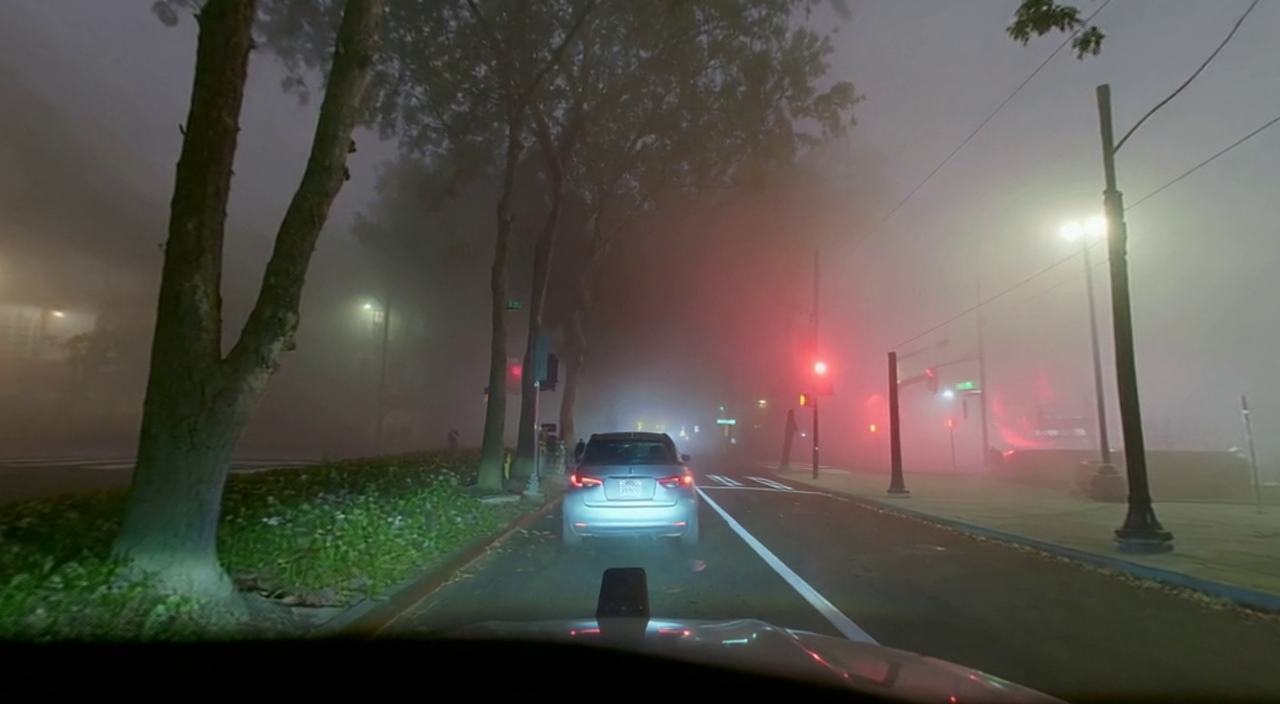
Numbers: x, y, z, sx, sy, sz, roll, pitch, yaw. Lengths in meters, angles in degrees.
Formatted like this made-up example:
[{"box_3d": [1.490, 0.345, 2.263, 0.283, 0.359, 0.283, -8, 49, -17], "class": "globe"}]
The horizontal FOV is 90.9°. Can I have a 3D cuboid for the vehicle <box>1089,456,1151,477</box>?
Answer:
[{"box_3d": [36.615, 8.723, 48.088, 3.445, 1.363, 1.608, 2, -7, -1], "class": "vehicle"}]

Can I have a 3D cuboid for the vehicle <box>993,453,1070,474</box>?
[{"box_3d": [29.774, 8.478, 47.963, 4.668, 1.441, 1.904, 1, -9, -6], "class": "vehicle"}]

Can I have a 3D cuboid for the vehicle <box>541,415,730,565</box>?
[{"box_3d": [-0.086, 1.809, 8.941, 2.079, 1.621, 3.861, 0, -8, -1], "class": "vehicle"}]
